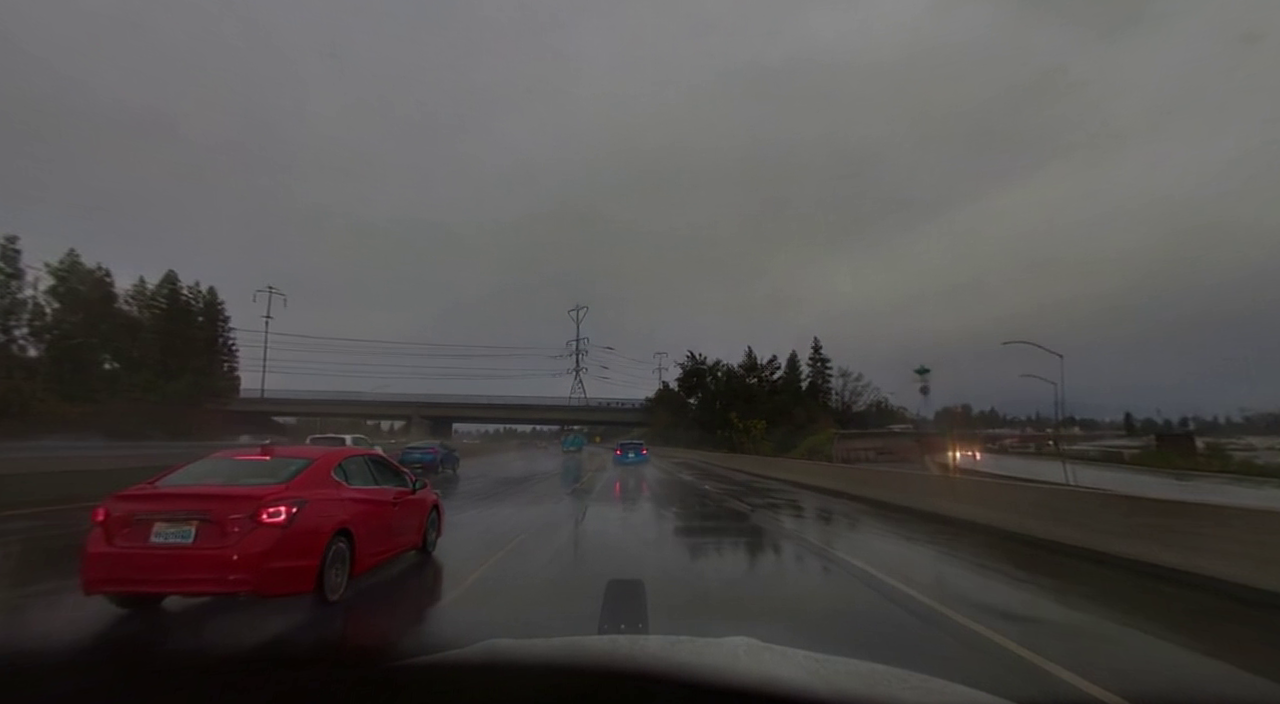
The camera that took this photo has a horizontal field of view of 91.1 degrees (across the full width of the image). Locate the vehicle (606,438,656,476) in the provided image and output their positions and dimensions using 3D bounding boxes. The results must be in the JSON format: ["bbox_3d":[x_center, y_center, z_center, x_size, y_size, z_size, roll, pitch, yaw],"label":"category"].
[{"bbox_3d":[-0.394,4.353,26.326,1.954,1.460,3.983,0,-8,-2],"label":"vehicle"}]

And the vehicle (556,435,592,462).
[{"bbox_3d":[-4.719,6.986,45.513,2.174,1.806,3.932,0,-8,-1],"label":"vehicle"}]

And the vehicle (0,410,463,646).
[{"bbox_3d":[-3.511,1.478,6.434,2.035,1.514,4.600,0,-8,0],"label":"vehicle"}]
